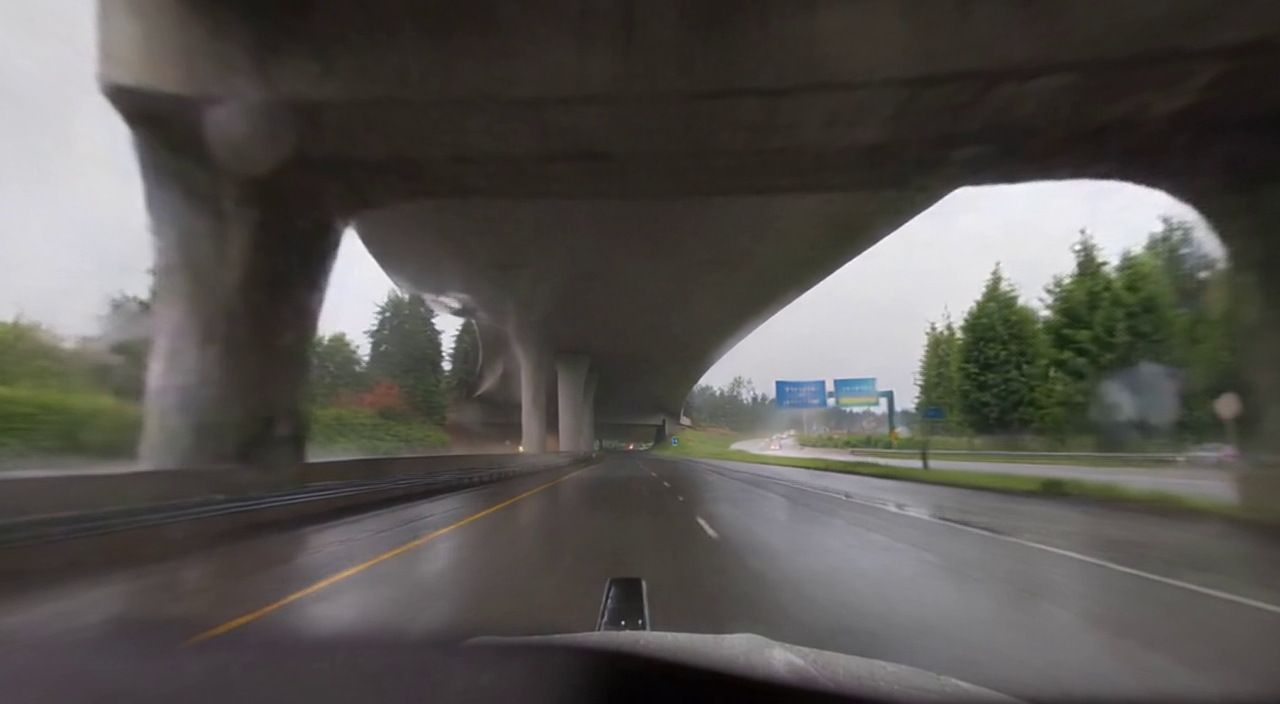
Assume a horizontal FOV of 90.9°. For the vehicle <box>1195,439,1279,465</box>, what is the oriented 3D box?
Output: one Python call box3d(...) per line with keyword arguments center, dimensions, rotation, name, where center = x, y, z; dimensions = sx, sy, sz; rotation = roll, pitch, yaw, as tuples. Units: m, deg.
box3d(center=(41.618, 6.901, 43.566), dimensions=(4.222, 1.708, 2.085), rotation=(-1, -9, 5), name="vehicle")
